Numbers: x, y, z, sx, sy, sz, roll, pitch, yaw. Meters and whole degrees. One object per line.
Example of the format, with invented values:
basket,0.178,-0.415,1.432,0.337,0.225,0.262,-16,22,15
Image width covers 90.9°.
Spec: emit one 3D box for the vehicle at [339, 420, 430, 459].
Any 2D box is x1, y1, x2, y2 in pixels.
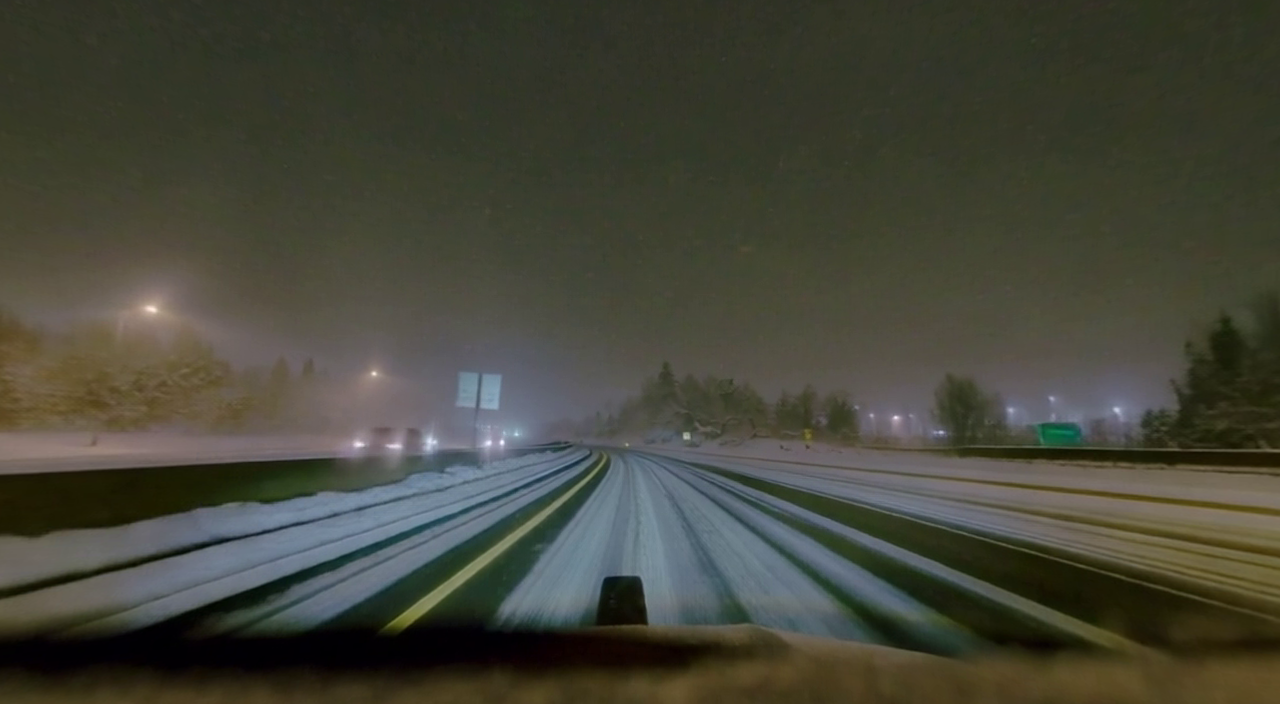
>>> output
vehicle,-13.250,4.636,33.250,2.342,1.855,5.974,0,-8,-1
